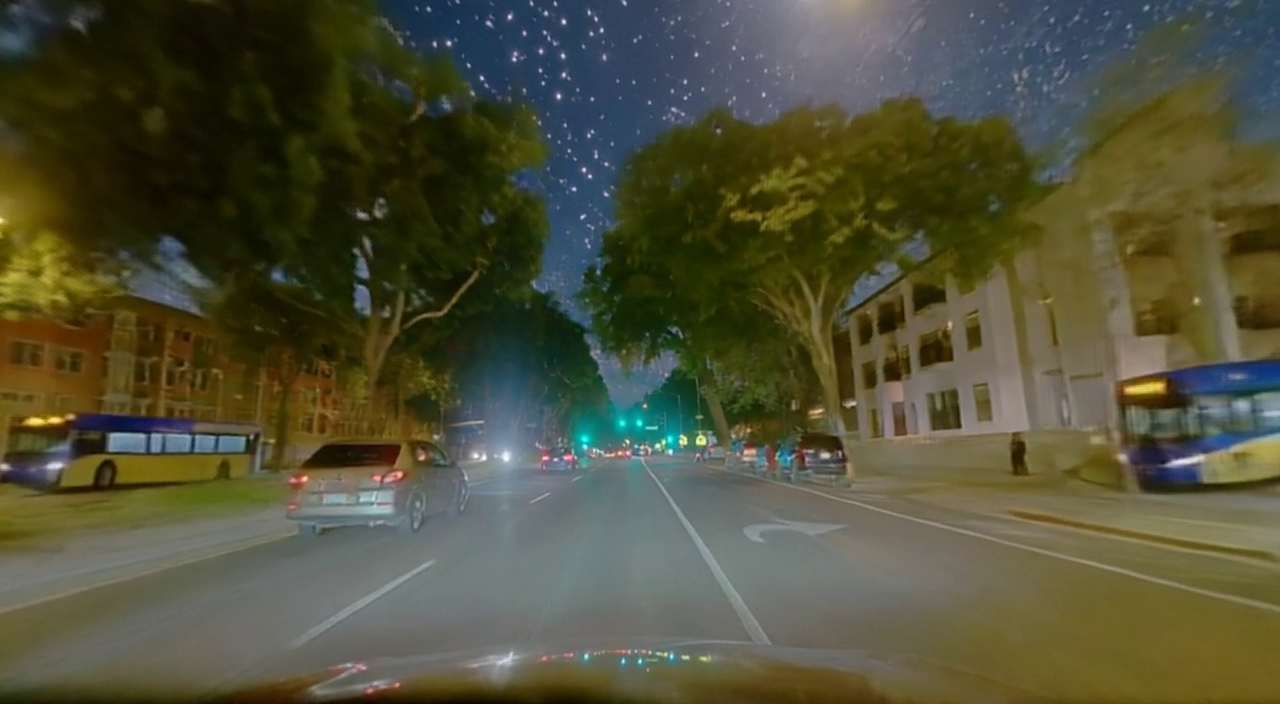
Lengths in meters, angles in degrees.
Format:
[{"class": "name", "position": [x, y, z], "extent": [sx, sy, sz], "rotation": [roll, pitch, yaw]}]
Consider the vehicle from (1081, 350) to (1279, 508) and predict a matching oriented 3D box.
[{"class": "vehicle", "position": [14.883, 1.393, 14.047], "extent": [7.722, 2.908, 3.067], "rotation": [-5, -7, -3]}]

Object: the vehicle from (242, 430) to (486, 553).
[{"class": "vehicle", "position": [-4.038, 2.089, 10.261], "extent": [1.995, 1.524, 4.438], "rotation": [0, -8, -1]}]

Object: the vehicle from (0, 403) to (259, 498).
[{"class": "vehicle", "position": [-22.262, 4.344, 28.492], "extent": [3.231, 3.391, 10.828], "rotation": [0, -8, 1]}]

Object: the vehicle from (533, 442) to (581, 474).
[{"class": "vehicle", "position": [-4.265, 5.524, 33.228], "extent": [1.934, 1.522, 4.287], "rotation": [0, -8, 0]}]

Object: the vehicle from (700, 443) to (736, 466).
[{"class": "vehicle", "position": [5.564, 7.368, 45.583], "extent": [1.886, 1.530, 4.636], "rotation": [0, -8, -2]}]

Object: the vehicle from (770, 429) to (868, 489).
[{"class": "vehicle", "position": [5.939, 3.583, 21.522], "extent": [1.945, 1.829, 4.305], "rotation": [0, -8, -2]}]
